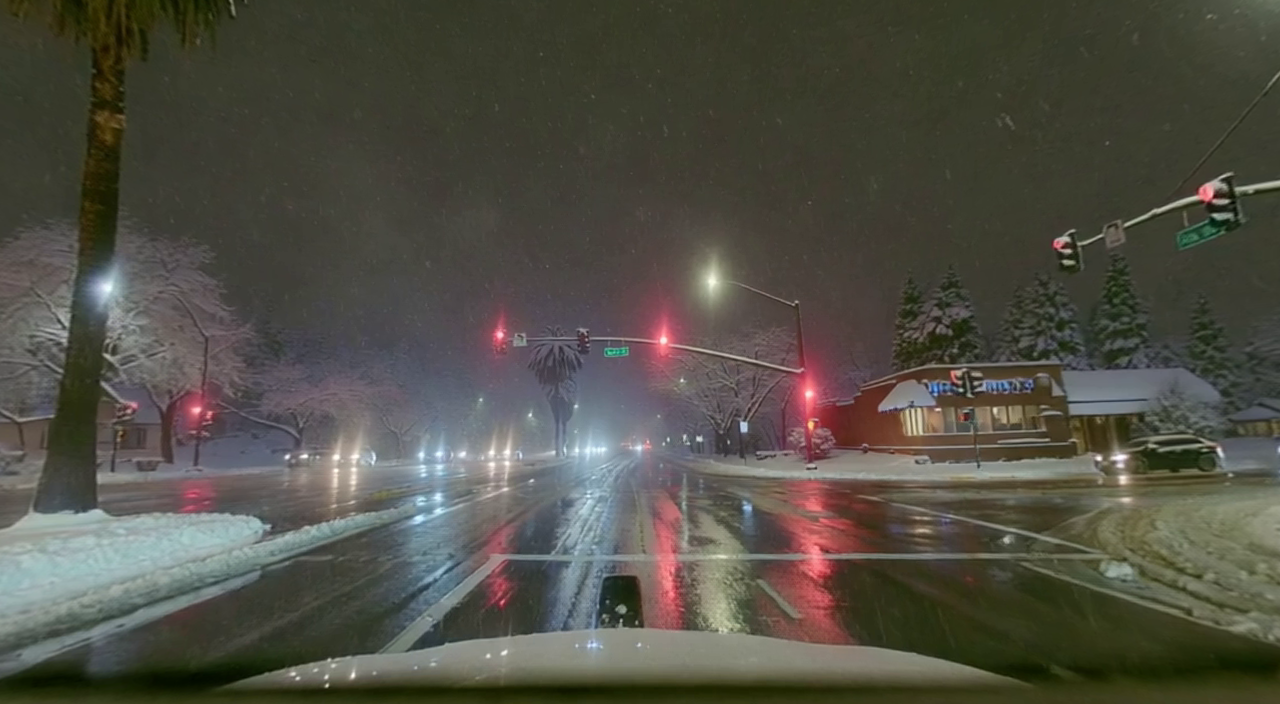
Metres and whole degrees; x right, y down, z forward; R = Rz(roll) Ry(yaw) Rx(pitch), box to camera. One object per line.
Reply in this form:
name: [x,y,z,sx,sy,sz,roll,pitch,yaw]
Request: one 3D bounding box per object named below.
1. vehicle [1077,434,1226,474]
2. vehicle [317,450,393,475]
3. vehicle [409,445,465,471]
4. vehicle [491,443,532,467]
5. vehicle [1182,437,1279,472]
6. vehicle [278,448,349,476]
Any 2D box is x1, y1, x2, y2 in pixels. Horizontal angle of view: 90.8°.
vehicle: [22.239,4.449,27.642,4.533,1.676,2.236,0,-9,-1]
vehicle: [-17.377,6.755,38.898,2.221,1.449,5.092,0,-9,1]
vehicle: [-13.676,7.139,42.856,2.074,1.671,4.755,0,-9,1]
vehicle: [-9.675,7.736,47.728,2.074,1.681,4.417,0,-9,1]
vehicle: [27.408,4.602,28.484,4.625,1.451,1.801,1,-9,-9]
vehicle: [-21.027,7.087,40.939,2.107,1.642,4.561,0,-9,0]
